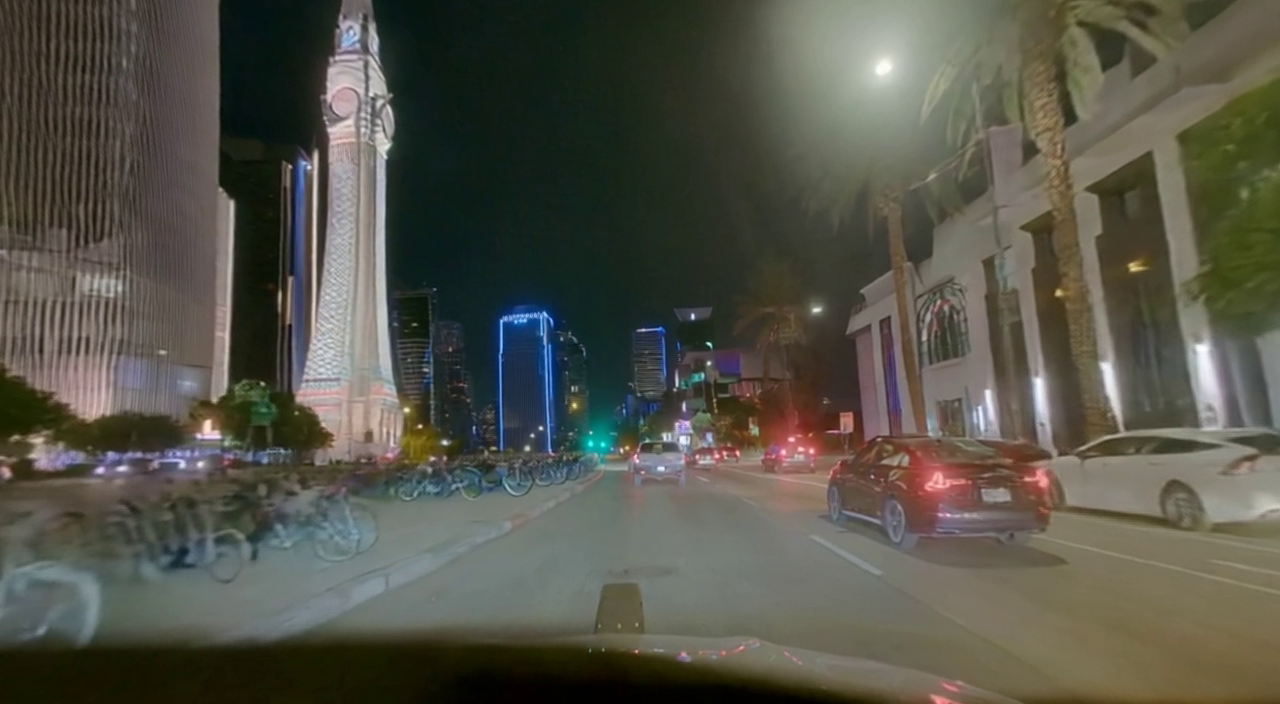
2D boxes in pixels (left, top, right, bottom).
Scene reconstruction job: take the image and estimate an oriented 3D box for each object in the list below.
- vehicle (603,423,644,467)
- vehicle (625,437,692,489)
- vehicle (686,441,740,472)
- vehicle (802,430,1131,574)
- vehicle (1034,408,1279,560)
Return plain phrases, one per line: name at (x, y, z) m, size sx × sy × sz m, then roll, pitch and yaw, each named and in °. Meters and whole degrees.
vehicle at (-1.245, 6.582, 44.808) m, size 2.400 × 2.872 × 6.053 m, roll 1°, pitch -9°, yaw -6°
vehicle at (0.560, 3.805, 21.917) m, size 2.111 × 1.605 × 3.832 m, roll 0°, pitch -9°, yaw -1°
vehicle at (3.854, 5.634, 34.250) m, size 1.981 × 1.572 × 4.718 m, roll 1°, pitch -9°, yaw -5°
vehicle at (4.094, 1.957, 9.126) m, size 2.116 × 1.500 × 4.702 m, roll 0°, pitch -9°, yaw -2°
vehicle at (9.139, 1.993, 10.102) m, size 2.225 × 1.887 × 5.177 m, roll 0°, pitch -9°, yaw -1°
